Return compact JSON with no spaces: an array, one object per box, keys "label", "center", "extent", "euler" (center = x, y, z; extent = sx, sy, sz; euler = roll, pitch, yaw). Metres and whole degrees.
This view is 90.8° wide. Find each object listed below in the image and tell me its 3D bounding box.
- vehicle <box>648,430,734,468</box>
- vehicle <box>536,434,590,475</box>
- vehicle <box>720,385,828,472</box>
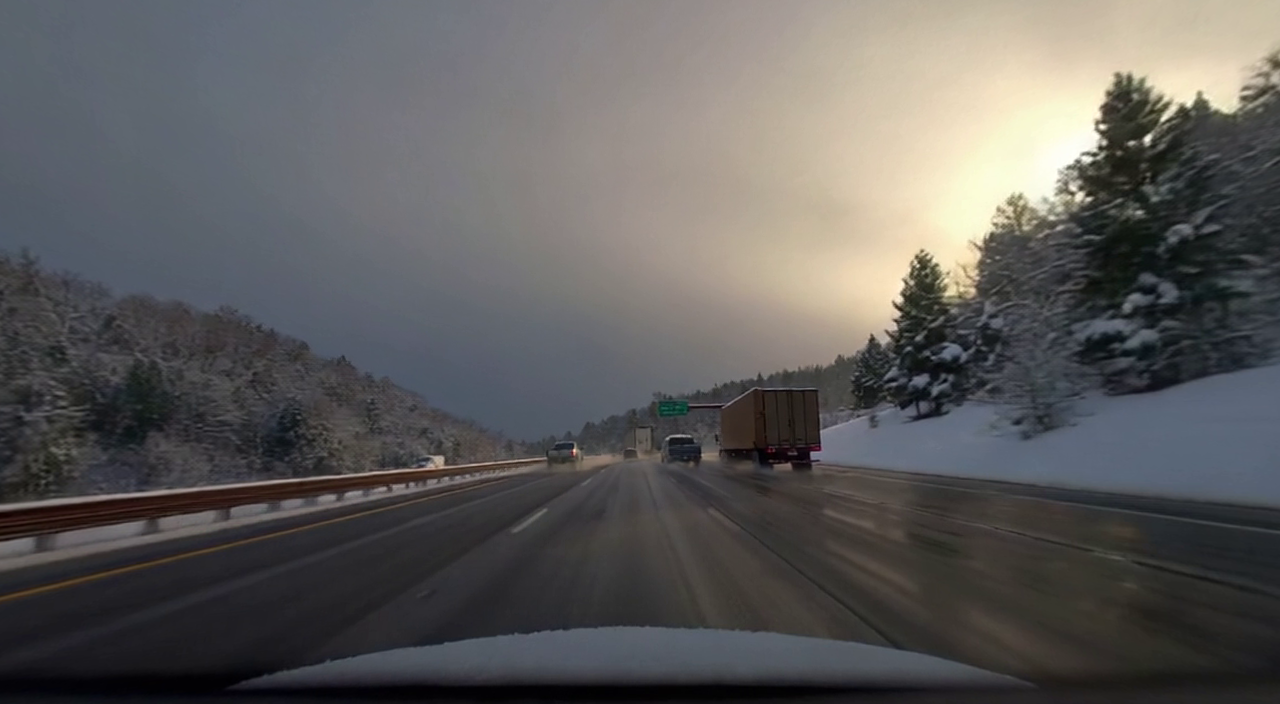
[{"label":"vehicle","center":[3.126,6.055,39.507],"extent":[5.075,2.277,2.365],"euler":[0,-9,-2]},{"label":"vehicle","center":[-3.950,5.373,33.297],"extent":[2.193,1.977,4.759],"euler":[0,-9,0]},{"label":"vehicle","center":[7.524,4.948,38.893],"extent":[2.935,4.187,16.357],"euler":[0,-9,-1]}]
